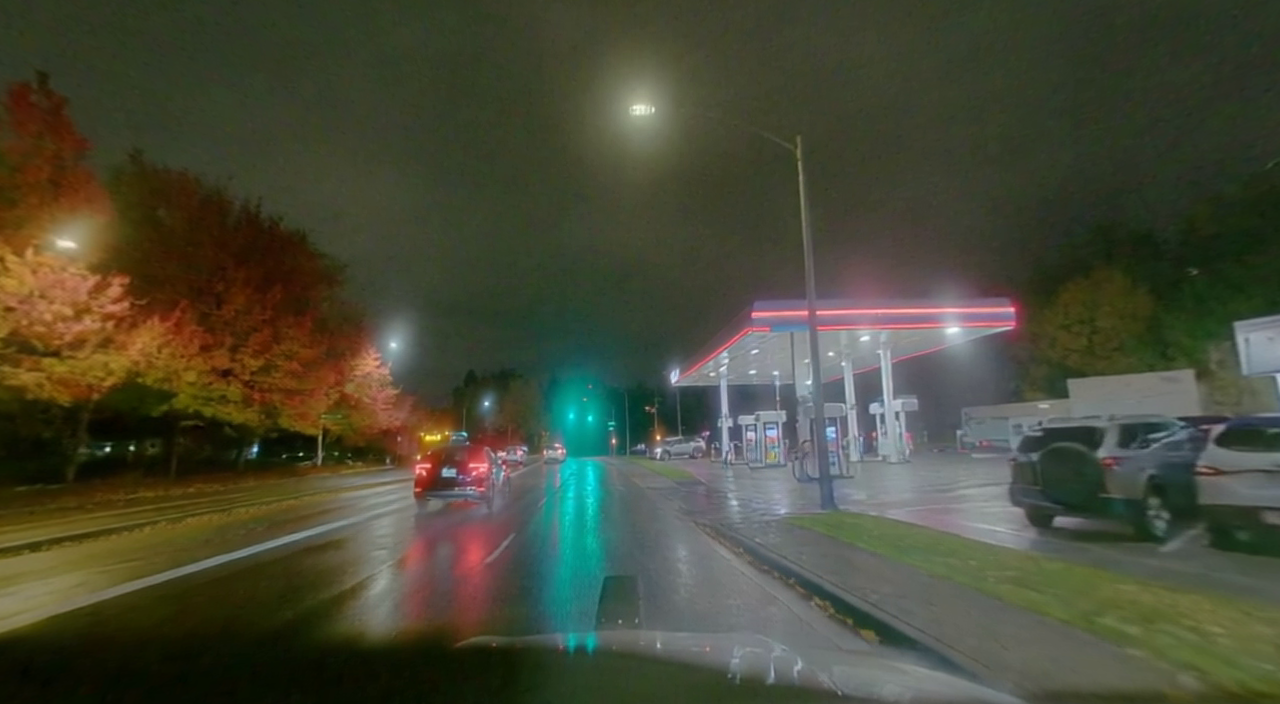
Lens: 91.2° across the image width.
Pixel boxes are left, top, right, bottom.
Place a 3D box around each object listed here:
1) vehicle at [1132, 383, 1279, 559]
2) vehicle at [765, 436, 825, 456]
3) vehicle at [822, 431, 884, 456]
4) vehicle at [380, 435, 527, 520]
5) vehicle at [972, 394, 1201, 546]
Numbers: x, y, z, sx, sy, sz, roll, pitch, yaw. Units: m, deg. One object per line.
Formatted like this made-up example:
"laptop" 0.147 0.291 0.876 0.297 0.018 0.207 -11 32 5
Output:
"vehicle" 7.591 1.322 7.327 4.481 1.610 2.048 8 -12 -42
"vehicle" 12.225 7.446 49.576 4.064 1.507 2.078 1 -9 -5
"vehicle" 16.951 7.276 49.894 4.172 1.687 1.773 -3 -8 -6
"vehicle" -3.706 2.567 13.301 2.092 1.507 4.078 0 -9 -4
"vehicle" 6.743 1.559 9.309 4.030 1.709 1.840 3 -9 -43
